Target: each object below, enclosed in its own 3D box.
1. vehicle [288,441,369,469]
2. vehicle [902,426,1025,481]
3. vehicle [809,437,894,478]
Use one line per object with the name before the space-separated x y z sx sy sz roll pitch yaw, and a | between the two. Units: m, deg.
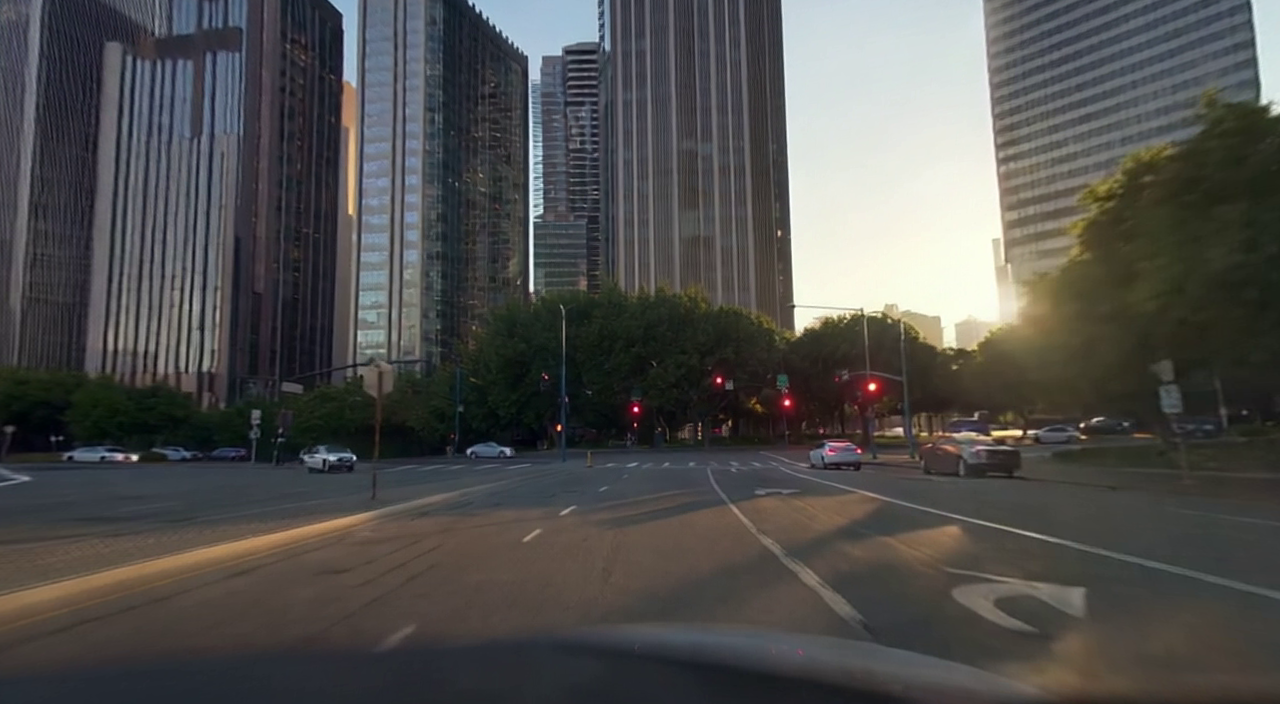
vehicle | -22.033 7.262 44.746 4.779 1.910 2.125 -2 -9 12
vehicle | 11.810 3.745 23.534 2.027 1.810 4.854 0 -9 1
vehicle | 8.359 4.217 25.522 1.936 1.489 4.885 -1 -8 3
